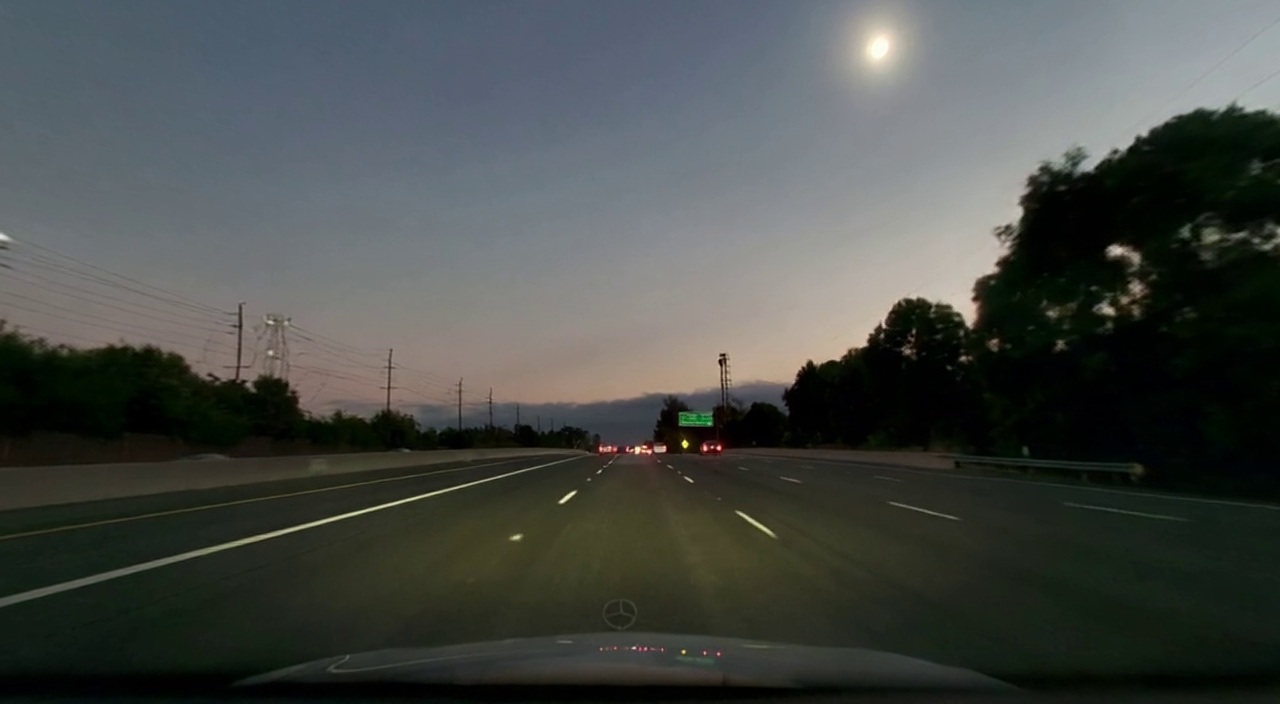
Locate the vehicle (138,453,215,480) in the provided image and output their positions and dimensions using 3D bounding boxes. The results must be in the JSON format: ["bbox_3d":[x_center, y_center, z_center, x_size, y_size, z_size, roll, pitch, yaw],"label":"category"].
[{"bbox_3d":[-28.420,7.025,38.911,1.755,1.484,3.979,0,-9,-1],"label":"vehicle"}]
